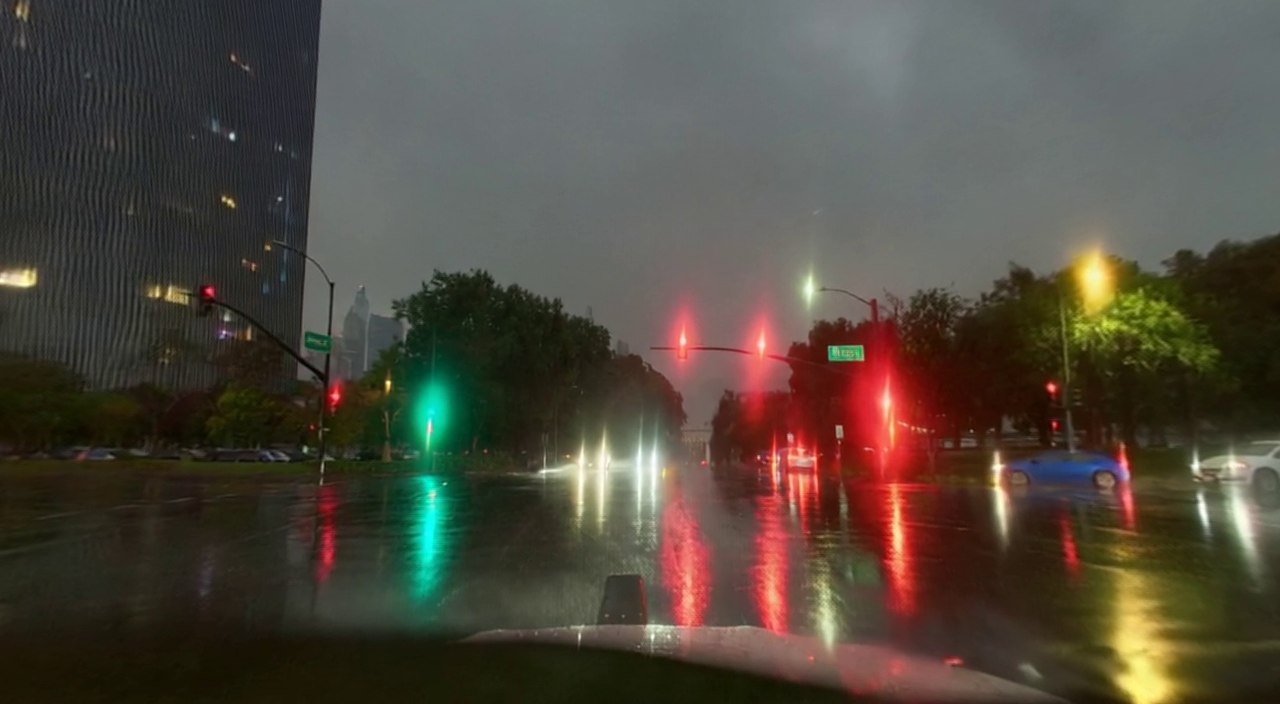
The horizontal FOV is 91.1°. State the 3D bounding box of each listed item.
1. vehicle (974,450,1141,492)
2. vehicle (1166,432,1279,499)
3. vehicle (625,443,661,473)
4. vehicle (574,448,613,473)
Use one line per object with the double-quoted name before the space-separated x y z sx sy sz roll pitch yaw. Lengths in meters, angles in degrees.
"vehicle" 15.923 4.541 24.229 4.896 1.503 1.971 -2 -9 9
"vehicle" 20.473 3.488 19.551 5.832 1.949 2.444 0 -9 1
"vehicle" 0.233 6.362 37.877 2.018 1.699 4.751 0 -9 1
"vehicle" -2.930 6.961 40.579 2.068 1.486 4.664 0 -9 2
